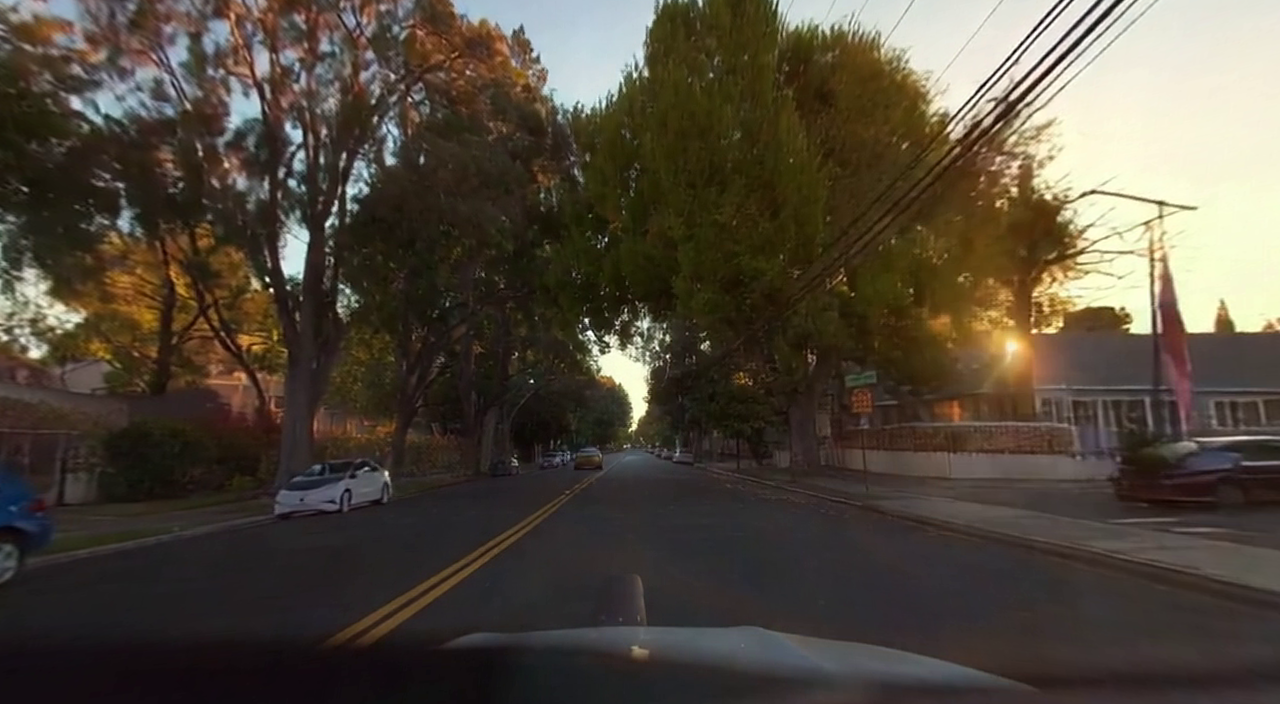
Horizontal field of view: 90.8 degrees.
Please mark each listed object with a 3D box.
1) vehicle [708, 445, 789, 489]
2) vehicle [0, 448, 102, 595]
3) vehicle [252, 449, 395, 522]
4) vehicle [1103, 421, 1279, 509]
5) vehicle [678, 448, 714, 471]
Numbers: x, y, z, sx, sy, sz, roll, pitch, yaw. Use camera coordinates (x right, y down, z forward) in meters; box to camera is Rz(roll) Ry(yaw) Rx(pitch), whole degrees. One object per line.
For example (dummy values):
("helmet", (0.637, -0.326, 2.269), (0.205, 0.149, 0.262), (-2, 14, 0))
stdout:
("vehicle", (4.184, 4.508, 25.181), (2.052, 1.476, 4.438), (-2, -9, -5))
("vehicle", (-8.570, 1.893, 6.645), (1.913, 1.723, 4.318), (0, -8, 1))
("vehicle", (-8.803, 3.686, 18.076), (1.970, 1.785, 4.274), (0, -8, -2))
("vehicle", (11.870, 2.074, 11.850), (4.716, 1.480, 2.023), (0, -8, 1))
("vehicle", (3.853, 7.467, 44.132), (2.031, 1.470, 4.470), (0, -8, -1))
